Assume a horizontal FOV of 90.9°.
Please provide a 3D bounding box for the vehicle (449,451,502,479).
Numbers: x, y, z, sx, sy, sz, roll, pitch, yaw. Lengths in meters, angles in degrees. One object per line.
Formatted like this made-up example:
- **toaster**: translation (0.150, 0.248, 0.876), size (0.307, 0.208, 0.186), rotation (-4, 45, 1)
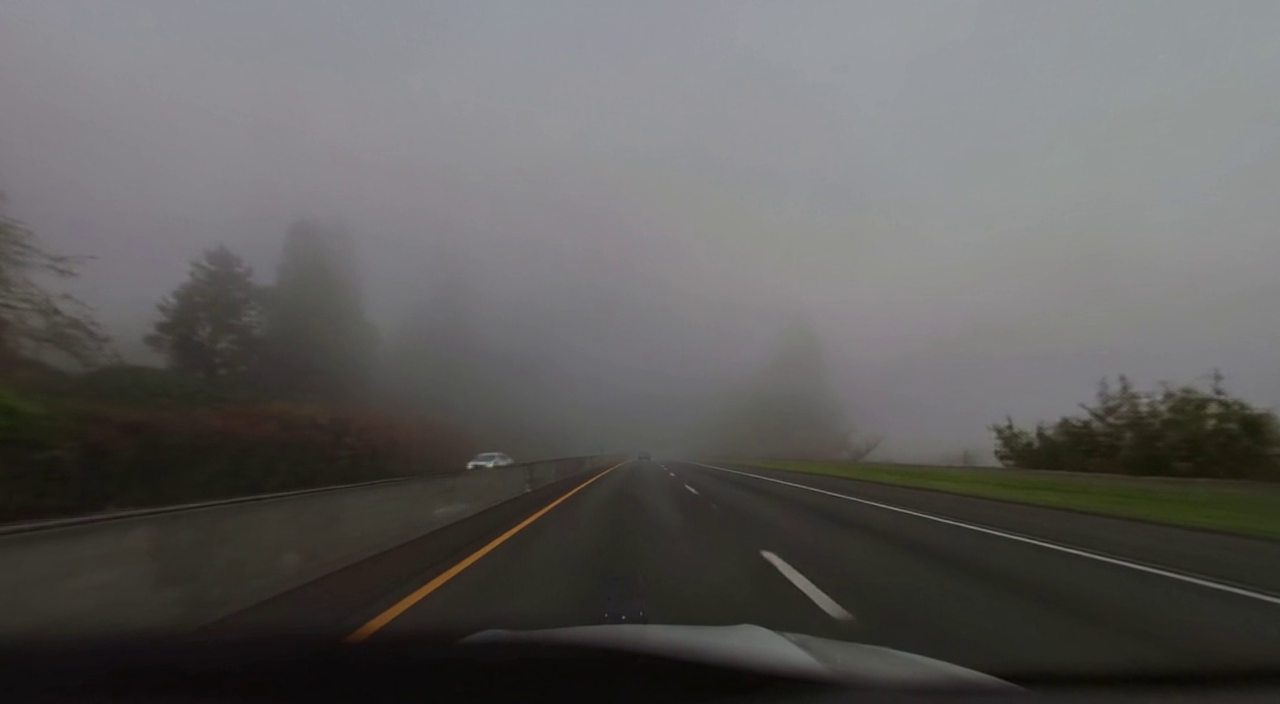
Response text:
- **vehicle**: translation (-9.891, 6.825, 38.364), size (1.908, 1.565, 4.710), rotation (0, -9, 1)
